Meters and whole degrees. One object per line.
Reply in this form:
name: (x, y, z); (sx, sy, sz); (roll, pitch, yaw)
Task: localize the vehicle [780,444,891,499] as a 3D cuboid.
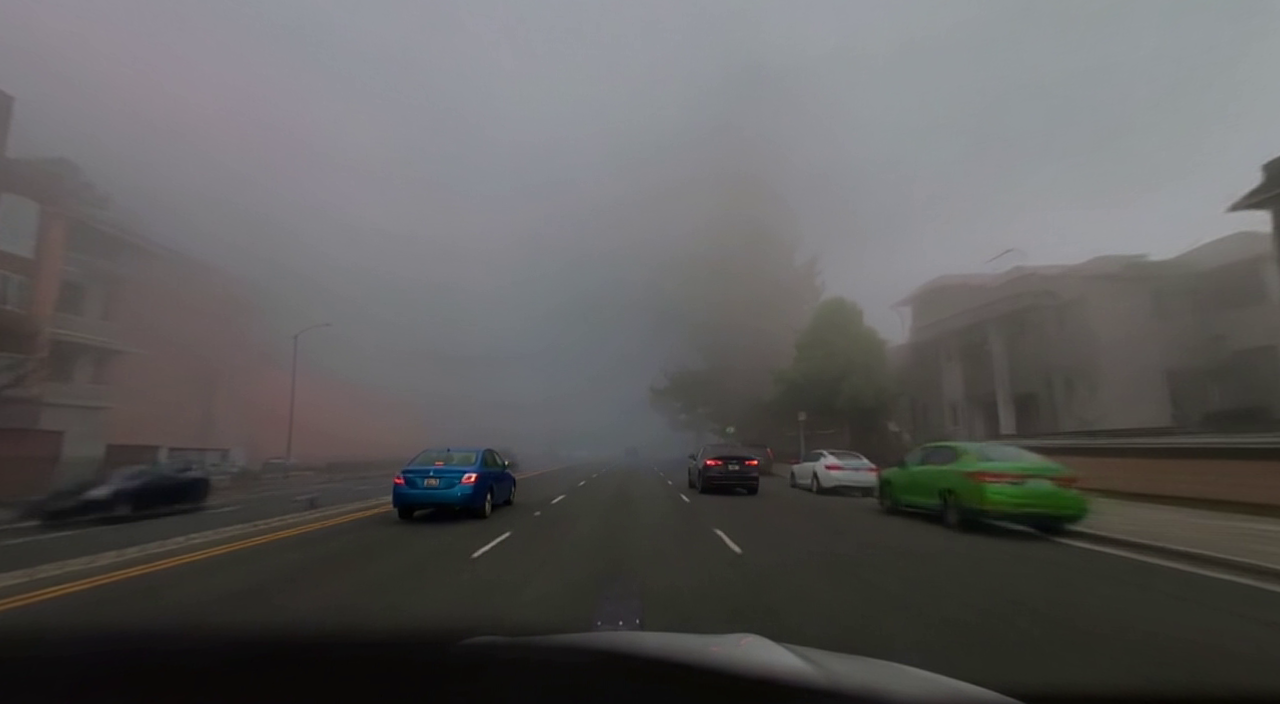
vehicle: (5.819, 3.593, 19.456); (1.905, 1.471, 4.596); (0, -8, -1)

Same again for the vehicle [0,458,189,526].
vehicle: (-14.968, 3.696, 17.276); (1.907, 1.494, 4.549); (0, -8, 0)

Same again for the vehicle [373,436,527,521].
vehicle: (-3.823, 2.599, 13.568); (2.062, 1.527, 4.044); (0, -8, 0)

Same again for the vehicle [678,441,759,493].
vehicle: (2.402, 3.663, 20.517); (1.978, 1.471, 4.426); (0, -8, -1)

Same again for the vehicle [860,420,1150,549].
vehicle: (6.035, 2.240, 11.522); (2.085, 1.782, 5.258); (0, -8, -1)

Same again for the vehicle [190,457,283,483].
vehicle: (-24.177, 7.060, 37.935); (4.398, 1.486, 1.837); (-1, -8, 3)
